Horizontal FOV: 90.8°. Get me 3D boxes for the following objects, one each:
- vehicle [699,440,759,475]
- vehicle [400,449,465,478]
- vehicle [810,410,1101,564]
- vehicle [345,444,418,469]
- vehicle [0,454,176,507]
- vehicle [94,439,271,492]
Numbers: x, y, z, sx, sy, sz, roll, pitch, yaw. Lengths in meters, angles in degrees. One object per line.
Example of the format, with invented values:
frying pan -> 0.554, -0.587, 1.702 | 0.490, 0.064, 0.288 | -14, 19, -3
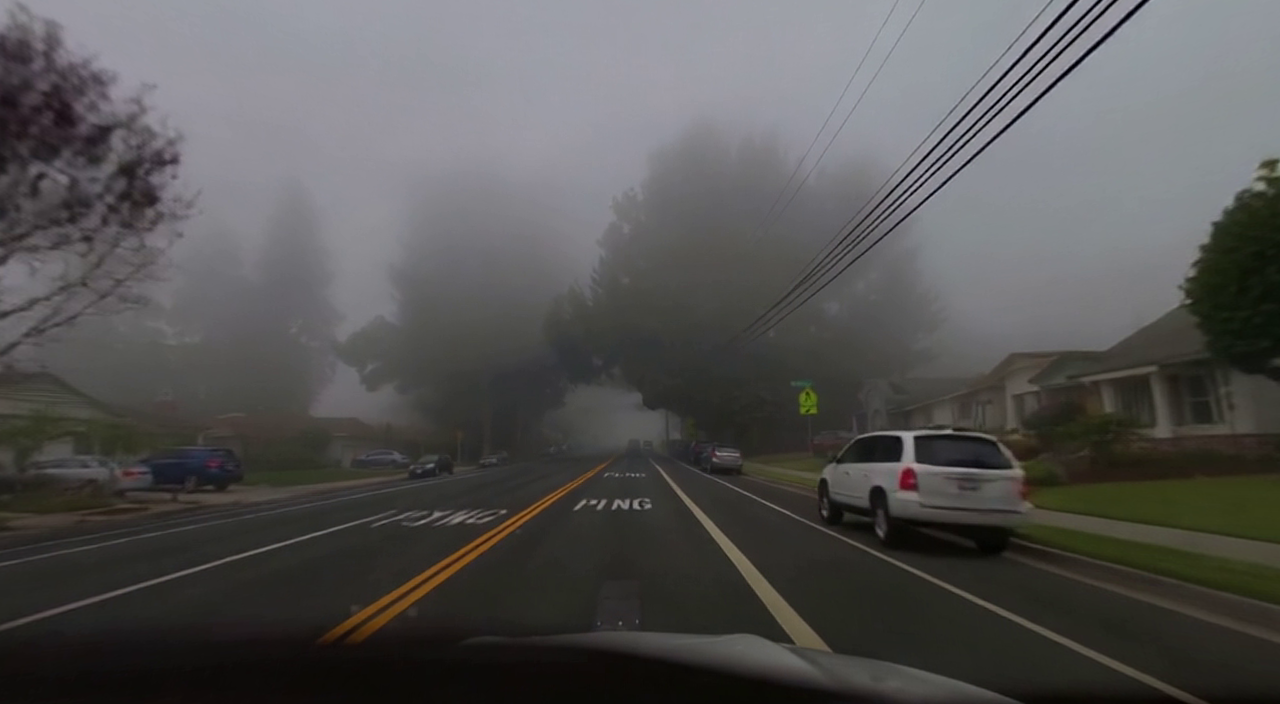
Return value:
vehicle -> 4.142, 5.018, 30.257 | 1.920, 1.541, 4.709 | 0, -9, -4
vehicle -> -11.745, 6.318, 36.147 | 2.079, 1.509, 4.591 | -1, -9, 1
vehicle -> 4.267, 1.900, 9.609 | 2.027, 1.751, 4.433 | 0, -9, -1
vehicle -> -18.162, 7.345, 44.481 | 4.310, 1.705, 1.905 | -1, -9, 3
vehicle -> -17.935, 3.992, 19.798 | 5.211, 1.482, 1.948 | 0, -9, 0
vehicle -> -17.792, 4.387, 24.675 | 5.764, 1.898, 2.201 | -2, -9, 12
